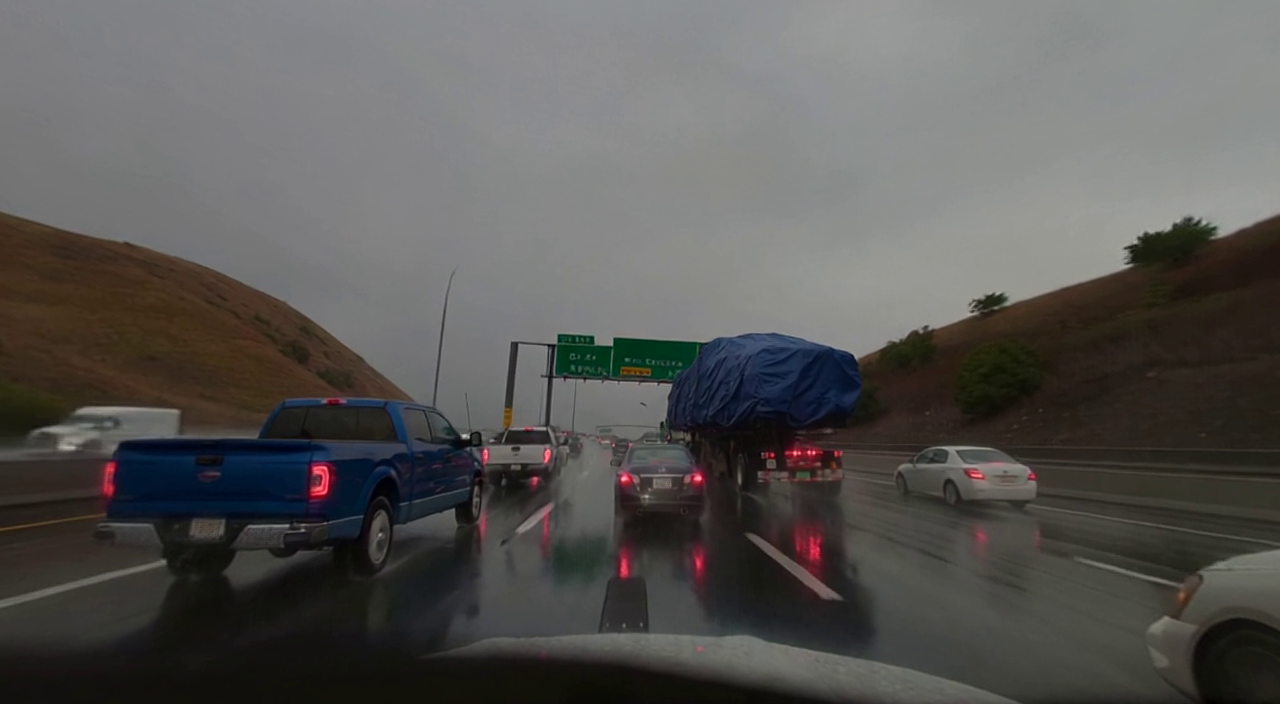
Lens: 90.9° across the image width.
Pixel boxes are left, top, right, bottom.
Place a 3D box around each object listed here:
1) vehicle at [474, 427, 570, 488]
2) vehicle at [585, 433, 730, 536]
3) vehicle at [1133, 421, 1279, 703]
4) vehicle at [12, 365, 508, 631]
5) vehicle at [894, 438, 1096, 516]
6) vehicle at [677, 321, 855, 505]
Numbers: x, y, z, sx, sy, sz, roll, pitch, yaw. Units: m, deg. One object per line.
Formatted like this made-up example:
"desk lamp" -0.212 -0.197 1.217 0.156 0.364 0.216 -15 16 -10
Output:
"vehicle" -3.825 3.536 21.508 2.348 1.821 5.061 0 -8 -1
"vehicle" 0.207 2.214 11.189 2.105 1.471 3.978 0 -8 -1
"vehicle" 3.594 0.751 0.759 2.169 1.447 4.817 0 -8 1
"vehicle" -3.288 1.422 7.272 2.318 1.902 5.374 0 -8 1
"vehicle" 7.754 2.733 14.378 2.092 1.495 4.194 0 -8 -1
"vehicle" 3.119 2.106 19.597 2.759 4.098 10.906 0 -8 -3
